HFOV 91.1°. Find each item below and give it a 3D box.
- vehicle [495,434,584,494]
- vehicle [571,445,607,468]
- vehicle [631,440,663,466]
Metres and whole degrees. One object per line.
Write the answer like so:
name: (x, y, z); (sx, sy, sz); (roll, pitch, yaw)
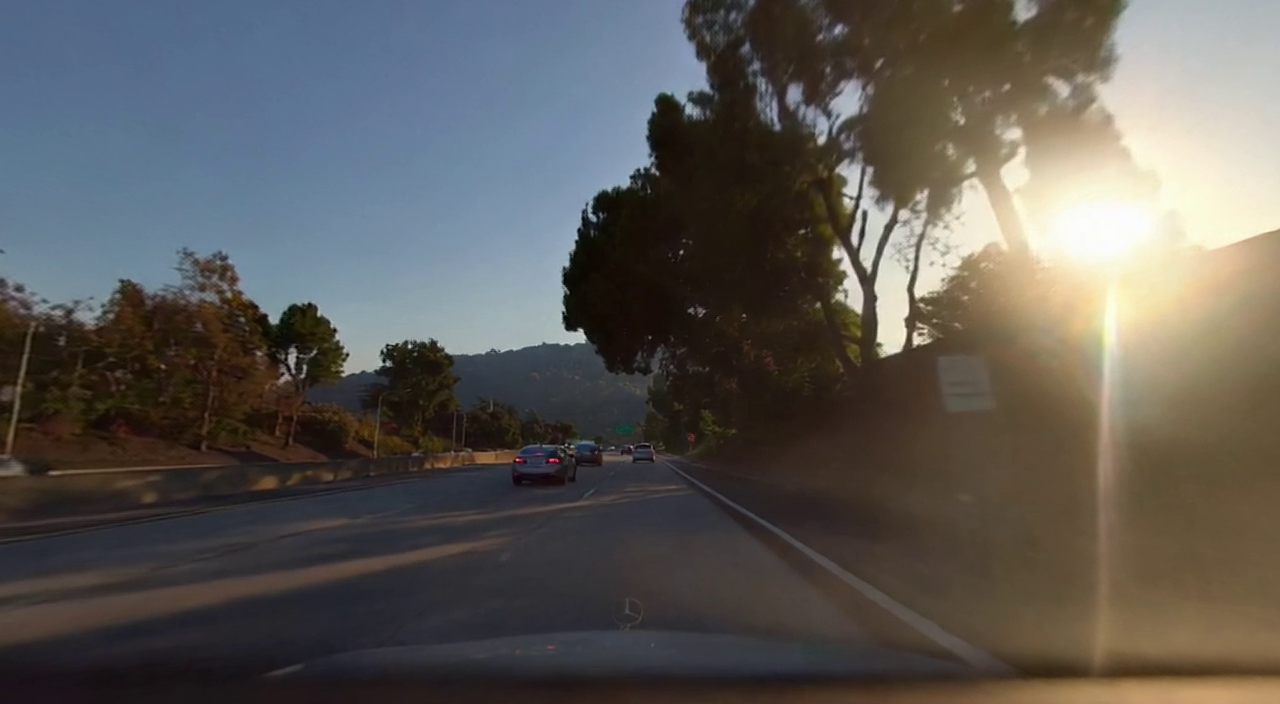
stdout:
vehicle: (-3.050, 3.495, 19.978); (2.056, 1.679, 4.204); (0, -9, 1)
vehicle: (-3.394, 7.100, 42.799); (2.055, 1.431, 3.921); (0, -9, 1)
vehicle: (0.513, 7.470, 46.674); (2.285, 1.797, 4.478); (0, -9, 0)
